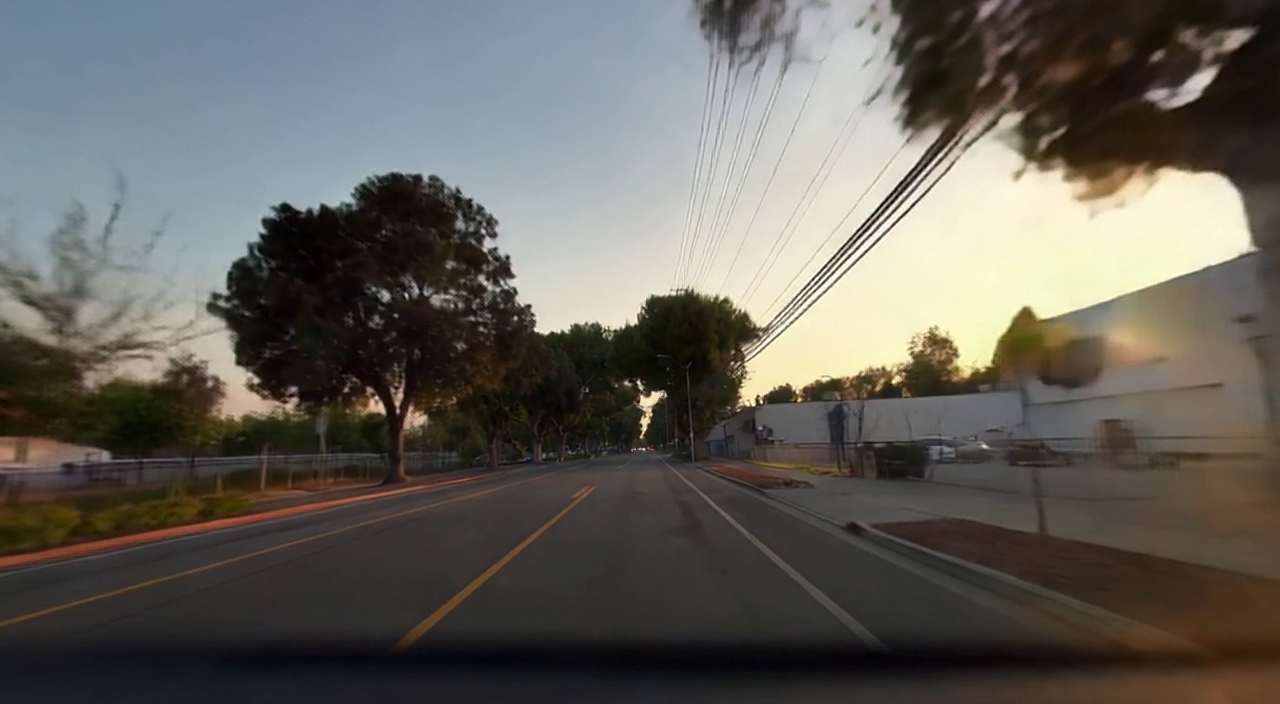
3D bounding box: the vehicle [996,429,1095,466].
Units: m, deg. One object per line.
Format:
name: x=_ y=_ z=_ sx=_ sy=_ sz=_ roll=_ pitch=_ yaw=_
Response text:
vehicle: x=18.618 y=4.421 z=29.164 sx=1.875 sy=1.440 sz=3.925 roll=-4 pitch=-8 yaw=0
